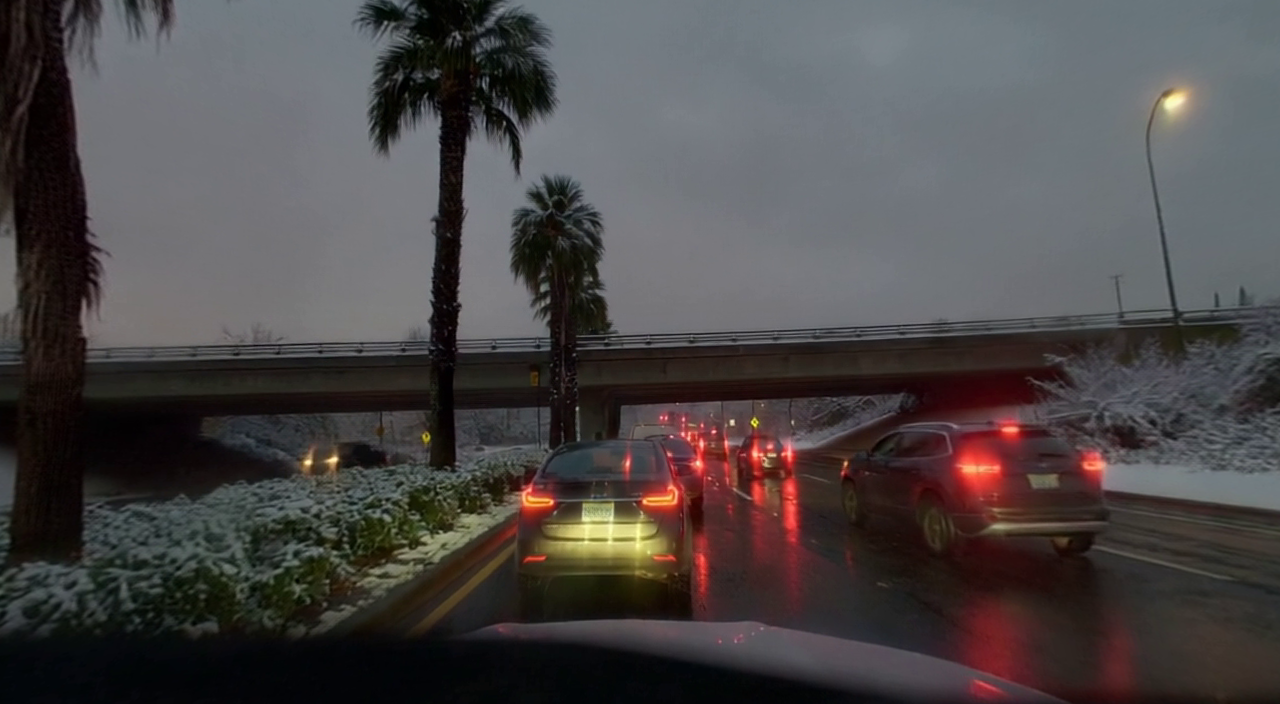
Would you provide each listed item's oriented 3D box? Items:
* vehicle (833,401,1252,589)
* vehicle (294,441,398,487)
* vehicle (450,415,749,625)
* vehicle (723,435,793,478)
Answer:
[{"bbox_3d":[4.220,1.588,7.889,2.149,1.609,4.807,0,-9,2],"label":"vehicle"},{"bbox_3d":[-11.854,4.516,25.706,2.084,1.704,4.485,0,-9,-1],"label":"vehicle"},{"bbox_3d":[-0.242,1.524,6.642,2.172,1.506,4.018,0,-9,2],"label":"vehicle"},{"bbox_3d":[4.566,4.120,24.951,2.034,1.517,4.840,0,-9,2],"label":"vehicle"}]
